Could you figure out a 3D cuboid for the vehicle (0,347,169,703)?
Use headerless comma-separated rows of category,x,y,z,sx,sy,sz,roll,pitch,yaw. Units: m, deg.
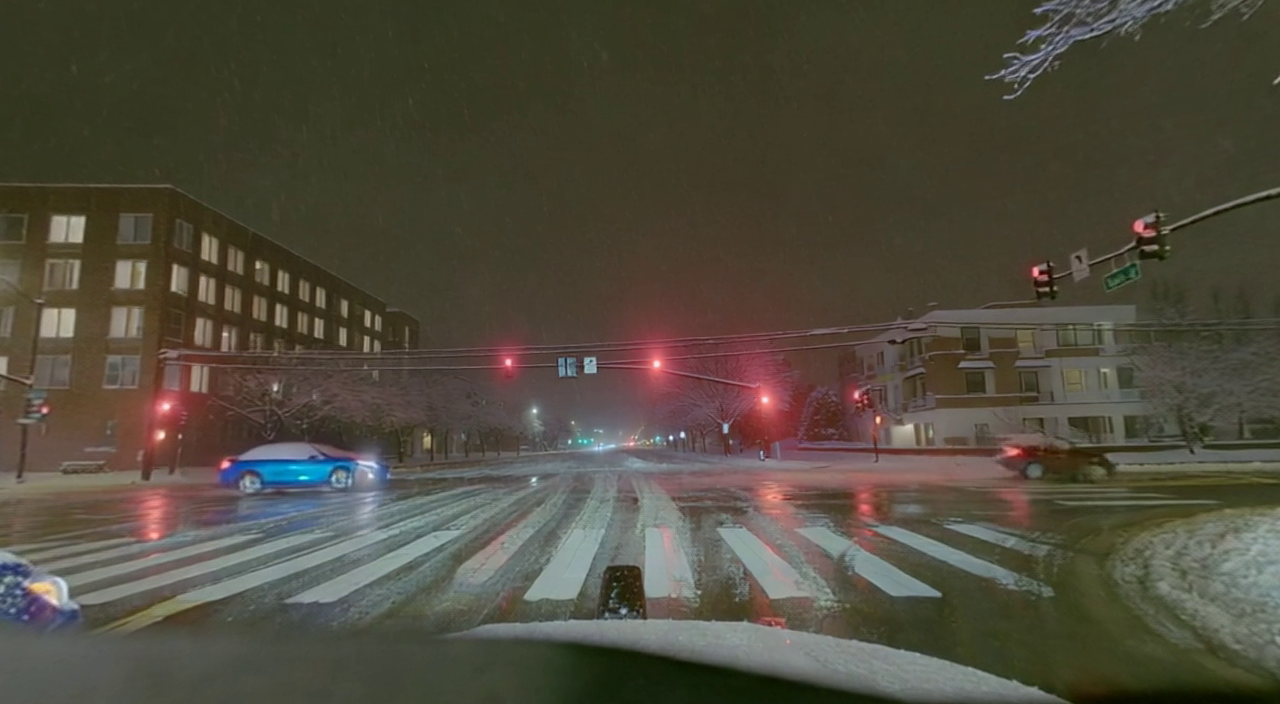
vehicle,-3.637,0.618,1.059,2.109,1.692,4.587,0,-8,0

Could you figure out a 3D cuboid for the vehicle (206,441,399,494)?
vehicle,-9.765,3.364,18.462,4.551,1.454,1.941,0,-8,2
